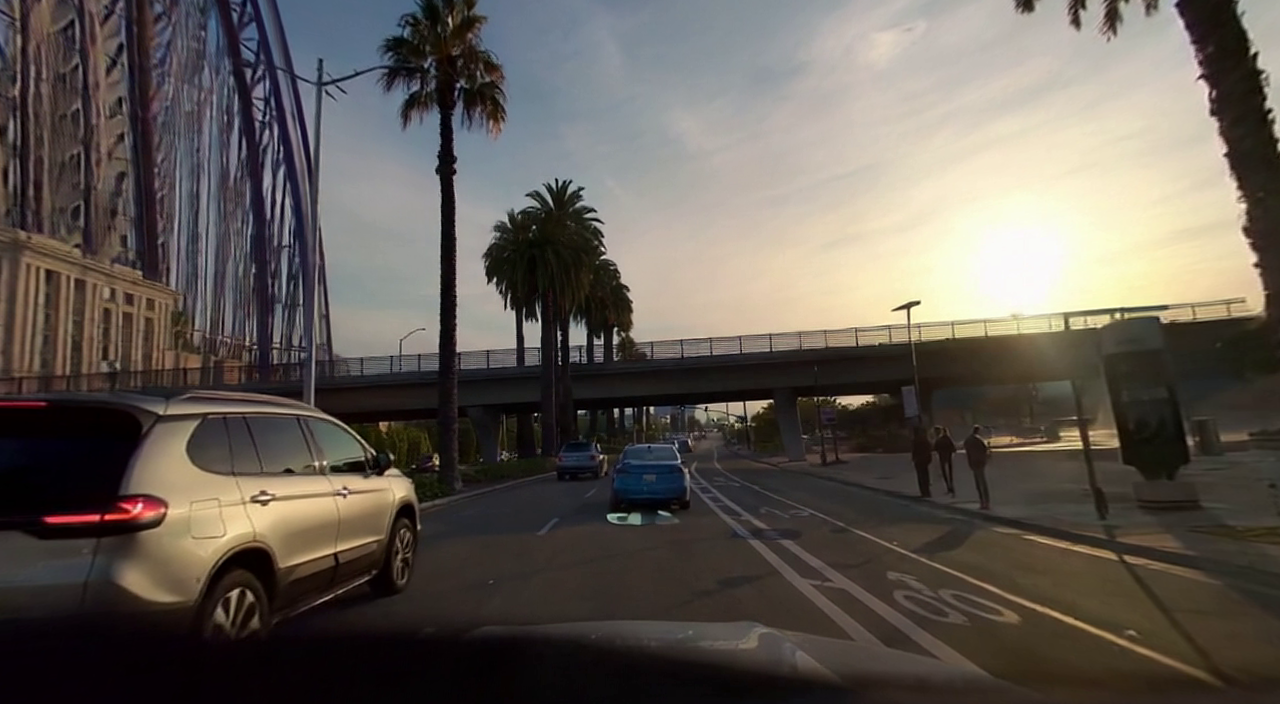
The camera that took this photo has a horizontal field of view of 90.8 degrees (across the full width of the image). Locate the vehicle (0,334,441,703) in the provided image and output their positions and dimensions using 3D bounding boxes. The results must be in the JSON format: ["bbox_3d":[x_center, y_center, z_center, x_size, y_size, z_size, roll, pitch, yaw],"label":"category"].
[{"bbox_3d":[-3.117,1.120,4.177,2.014,1.740,4.359,0,-8,2],"label":"vehicle"}]

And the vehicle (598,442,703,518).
[{"bbox_3d":[0.243,2.801,14.376,2.036,1.461,4.129,0,-8,1],"label":"vehicle"}]

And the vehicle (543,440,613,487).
[{"bbox_3d":[-2.271,4.225,24.272,1.955,1.637,4.032,-1,-8,5],"label":"vehicle"}]
